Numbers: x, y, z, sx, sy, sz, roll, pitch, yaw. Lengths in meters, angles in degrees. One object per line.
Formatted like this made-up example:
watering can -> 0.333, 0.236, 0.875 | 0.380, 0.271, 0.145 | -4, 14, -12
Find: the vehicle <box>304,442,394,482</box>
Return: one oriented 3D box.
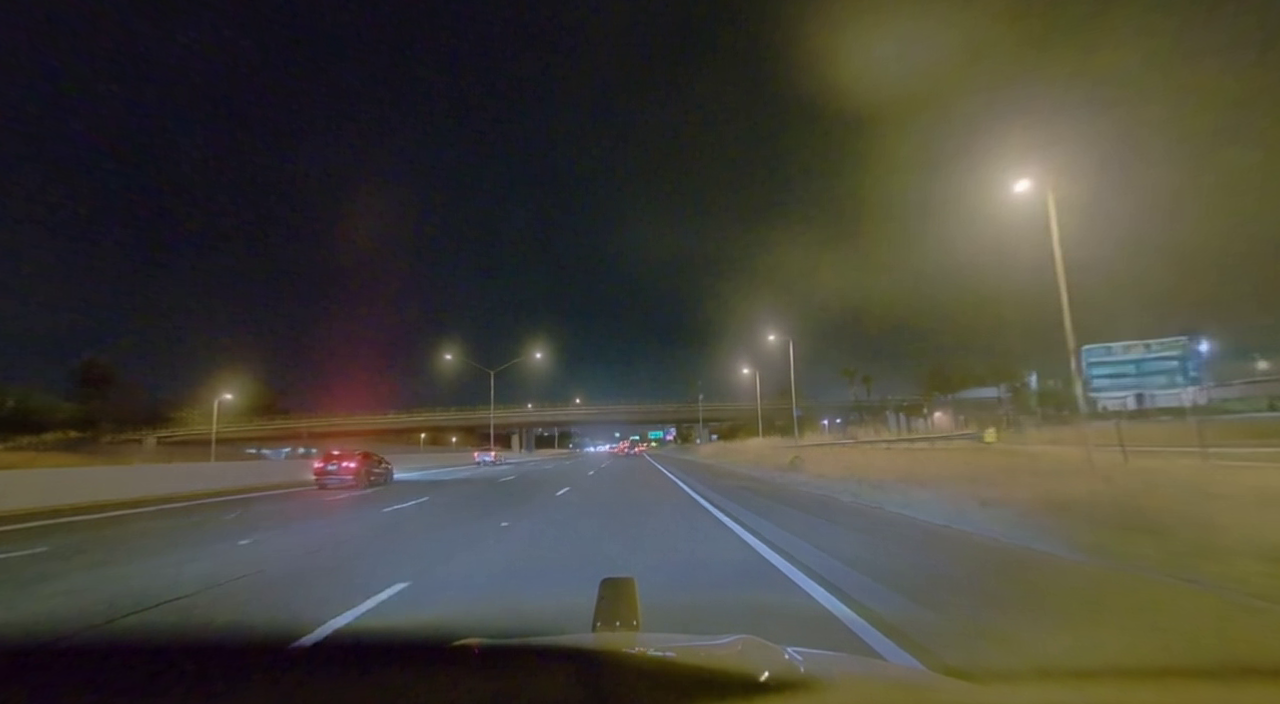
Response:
vehicle -> -14.462, 5.481, 31.849 | 2.049, 1.792, 5.177 | 0, -9, 0
